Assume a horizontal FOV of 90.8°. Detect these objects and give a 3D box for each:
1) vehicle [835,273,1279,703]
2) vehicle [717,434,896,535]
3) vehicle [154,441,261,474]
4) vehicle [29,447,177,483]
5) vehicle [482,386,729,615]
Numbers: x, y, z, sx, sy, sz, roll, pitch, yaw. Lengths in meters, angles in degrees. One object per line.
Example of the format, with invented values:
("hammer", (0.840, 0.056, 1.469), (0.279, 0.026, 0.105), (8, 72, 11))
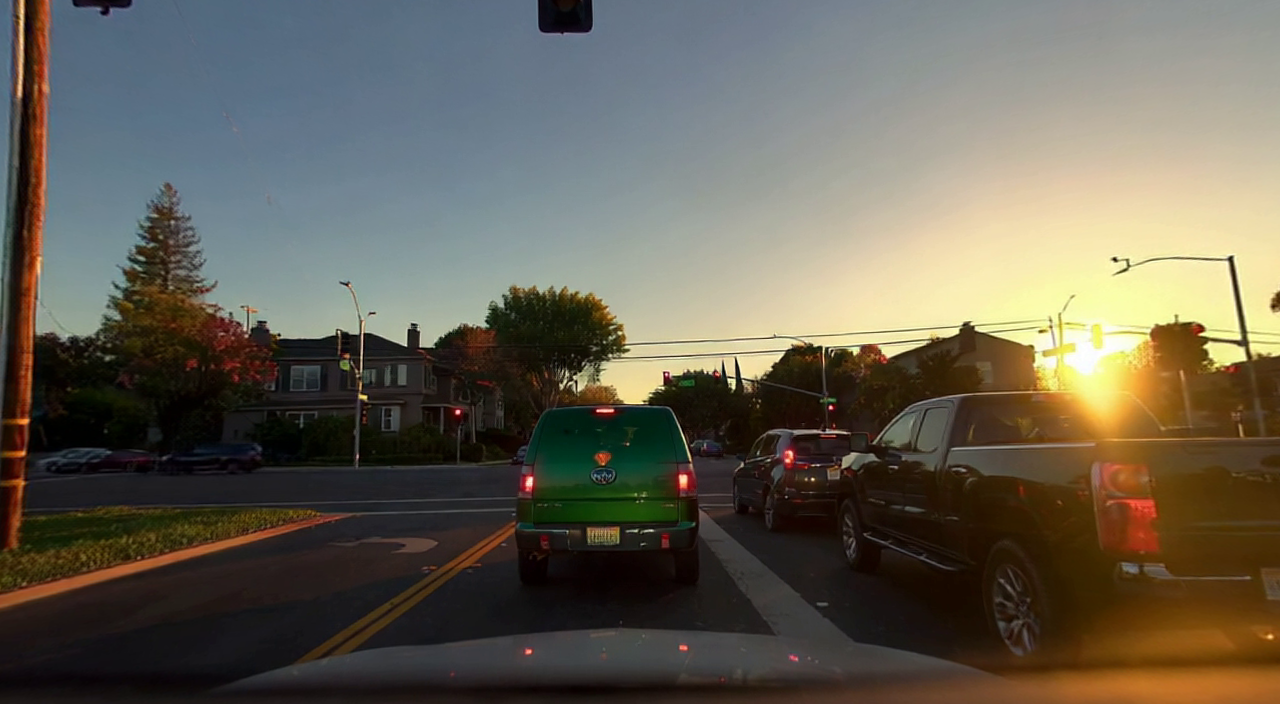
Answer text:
("vehicle", (2.989, 0.951, 3.916), (1.886, 1.849, 5.070), (0, -8, -1))
("vehicle", (2.716, 2.267, 11.537), (1.952, 1.465, 4.421), (0, -8, -2))
("vehicle", (-23.404, 5.713, 34.322), (4.289, 1.672, 1.864), (1, -8, -9))
("vehicle", (-22.877, 4.793, 27.078), (4.533, 1.350, 1.714), (0, -8, -9))
("vehicle", (-0.251, 1.403, 6.698), (1.915, 1.780, 3.379), (0, -8, 1))
